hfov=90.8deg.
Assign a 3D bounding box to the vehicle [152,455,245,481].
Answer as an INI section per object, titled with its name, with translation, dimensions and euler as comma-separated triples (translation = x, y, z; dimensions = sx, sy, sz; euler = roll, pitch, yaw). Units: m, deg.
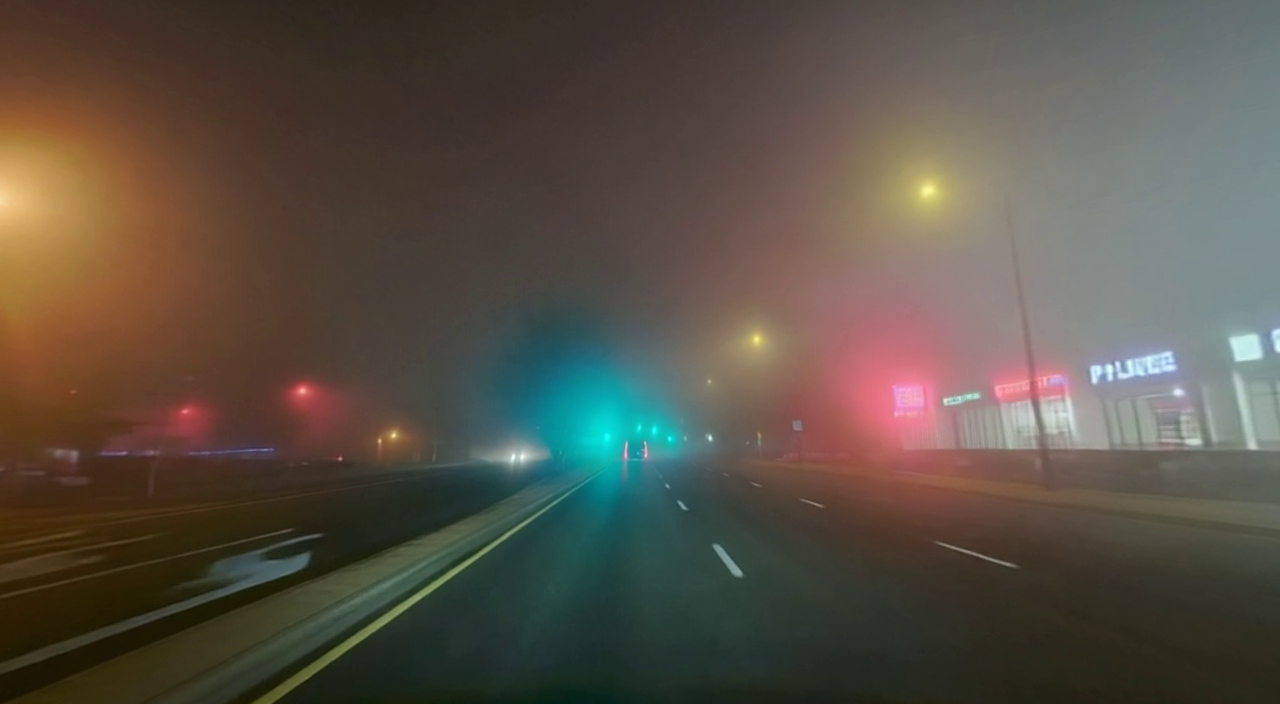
[vehicle]
translation = -31.113, 8.194, 44.639
dimensions = 4.919, 1.720, 2.217
euler = 0, -8, 0
